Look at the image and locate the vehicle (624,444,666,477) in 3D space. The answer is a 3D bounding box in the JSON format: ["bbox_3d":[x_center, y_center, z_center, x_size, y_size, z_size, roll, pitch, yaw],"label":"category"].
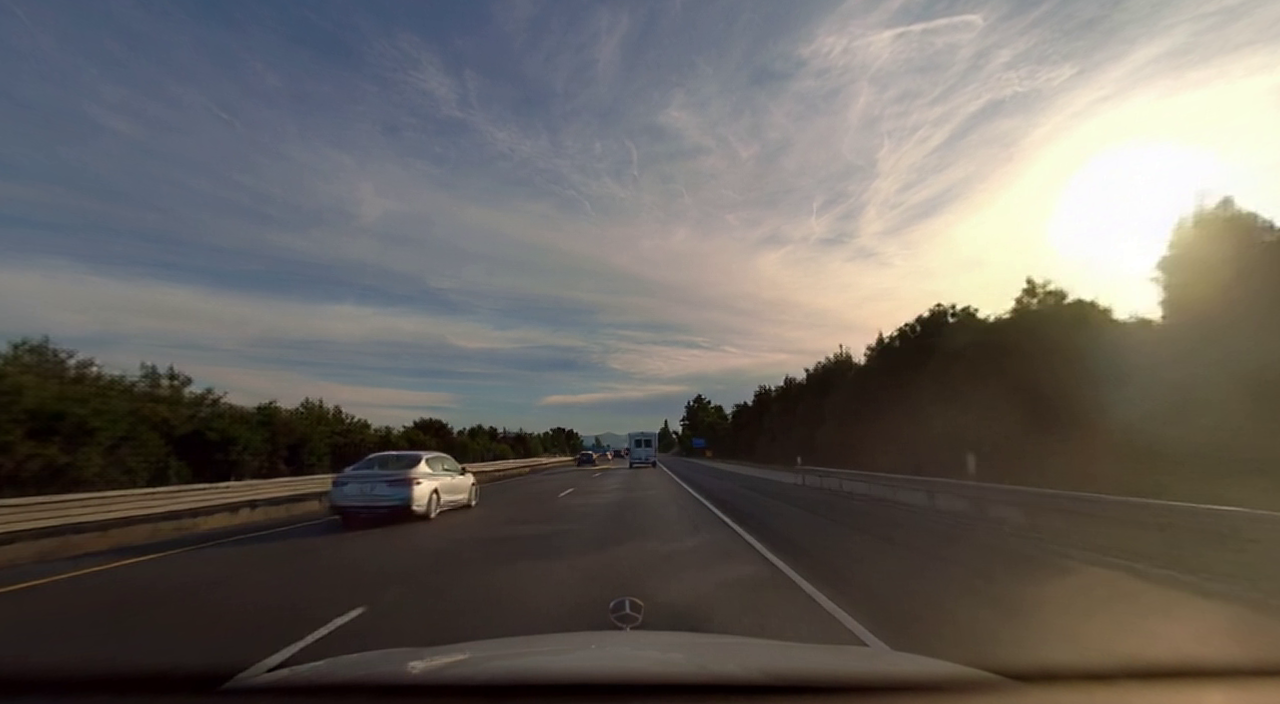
[{"bbox_3d":[0.261,5.977,34.769,2.172,1.687,3.929,0,-9,0],"label":"vehicle"}]

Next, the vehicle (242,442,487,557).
[{"bbox_3d":[-4.115,2.255,10.416,1.998,1.460,4.422,0,-9,1],"label":"vehicle"}]
